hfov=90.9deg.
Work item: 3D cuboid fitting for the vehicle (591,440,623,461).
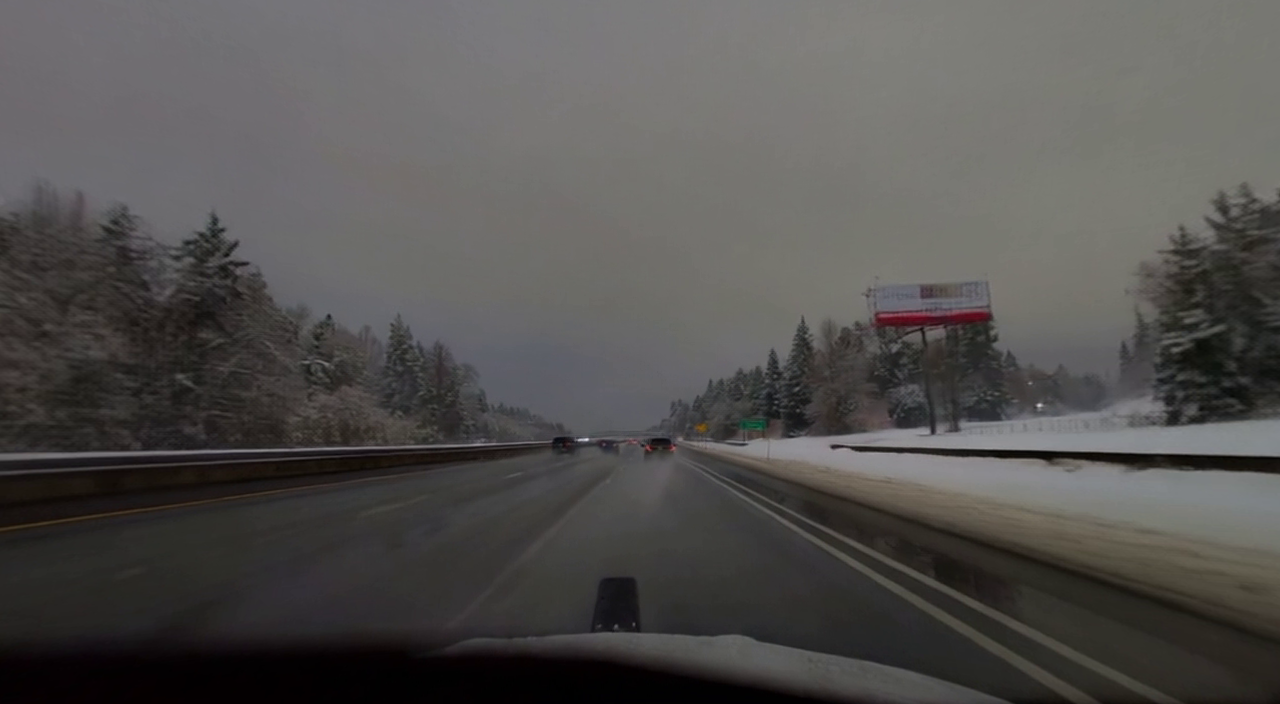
[{"bbox_3d":[-2.414,7.376,47.396,2.103,1.512,4.155,0,-8,1],"label":"vehicle"}]

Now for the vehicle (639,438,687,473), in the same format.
[{"bbox_3d":[1.084,5.267,32.440,2.240,1.646,4.949,0,-8,0],"label":"vehicle"}]
